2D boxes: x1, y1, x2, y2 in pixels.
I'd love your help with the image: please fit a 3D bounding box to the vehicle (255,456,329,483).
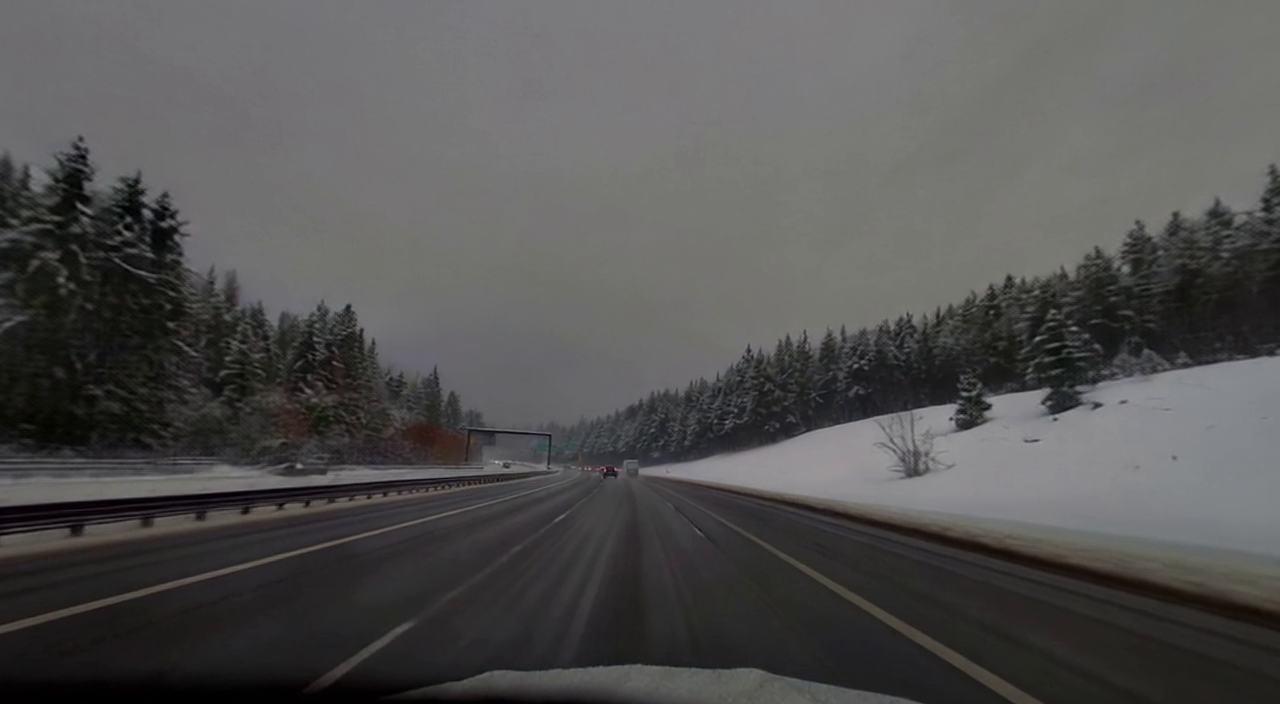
[{"bbox_3d":[-20.793,7.077,37.872,1.924,1.483,4.480,1,-10,-1],"label":"vehicle"}]
